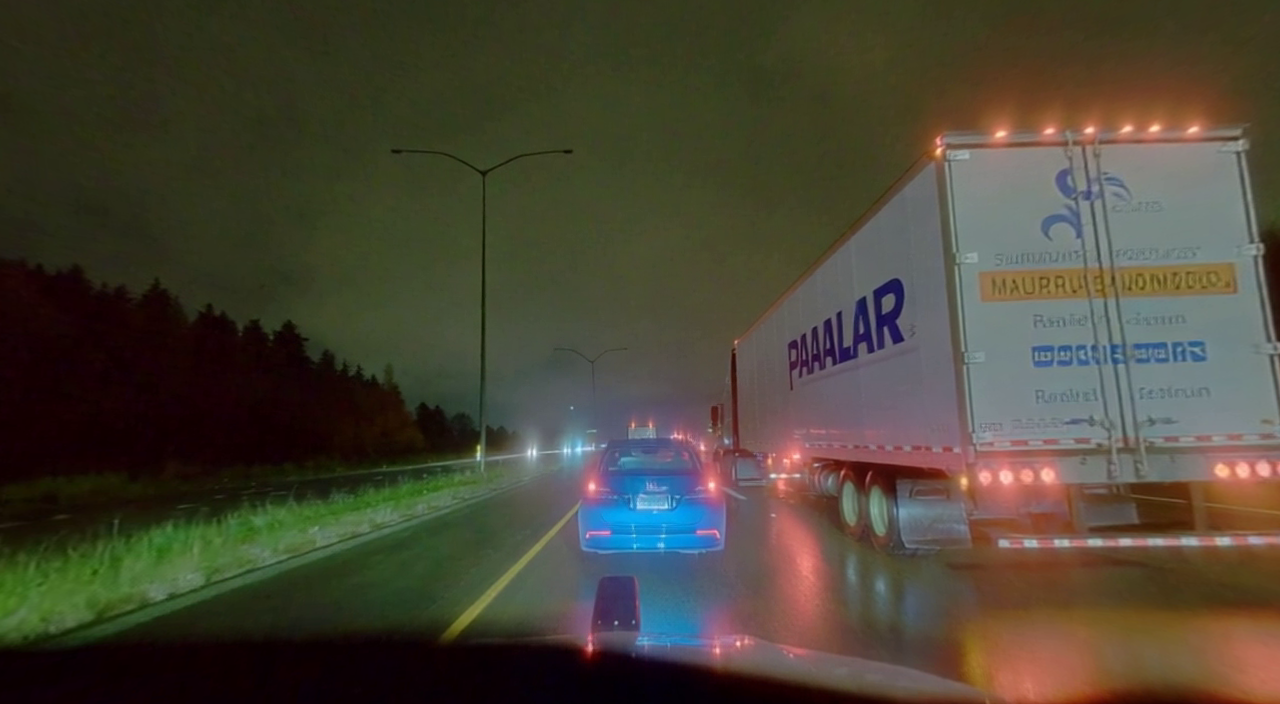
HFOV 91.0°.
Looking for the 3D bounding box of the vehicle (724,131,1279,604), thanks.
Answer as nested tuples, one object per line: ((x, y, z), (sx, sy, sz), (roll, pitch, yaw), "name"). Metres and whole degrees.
((4.222, 1.019, 12.501), (2.827, 4.081, 14.305), (0, -8, -1), "vehicle")

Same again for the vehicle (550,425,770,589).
((0.170, 1.705, 7.726), (2.045, 1.490, 3.597), (-1, -8, 0), "vehicle")
